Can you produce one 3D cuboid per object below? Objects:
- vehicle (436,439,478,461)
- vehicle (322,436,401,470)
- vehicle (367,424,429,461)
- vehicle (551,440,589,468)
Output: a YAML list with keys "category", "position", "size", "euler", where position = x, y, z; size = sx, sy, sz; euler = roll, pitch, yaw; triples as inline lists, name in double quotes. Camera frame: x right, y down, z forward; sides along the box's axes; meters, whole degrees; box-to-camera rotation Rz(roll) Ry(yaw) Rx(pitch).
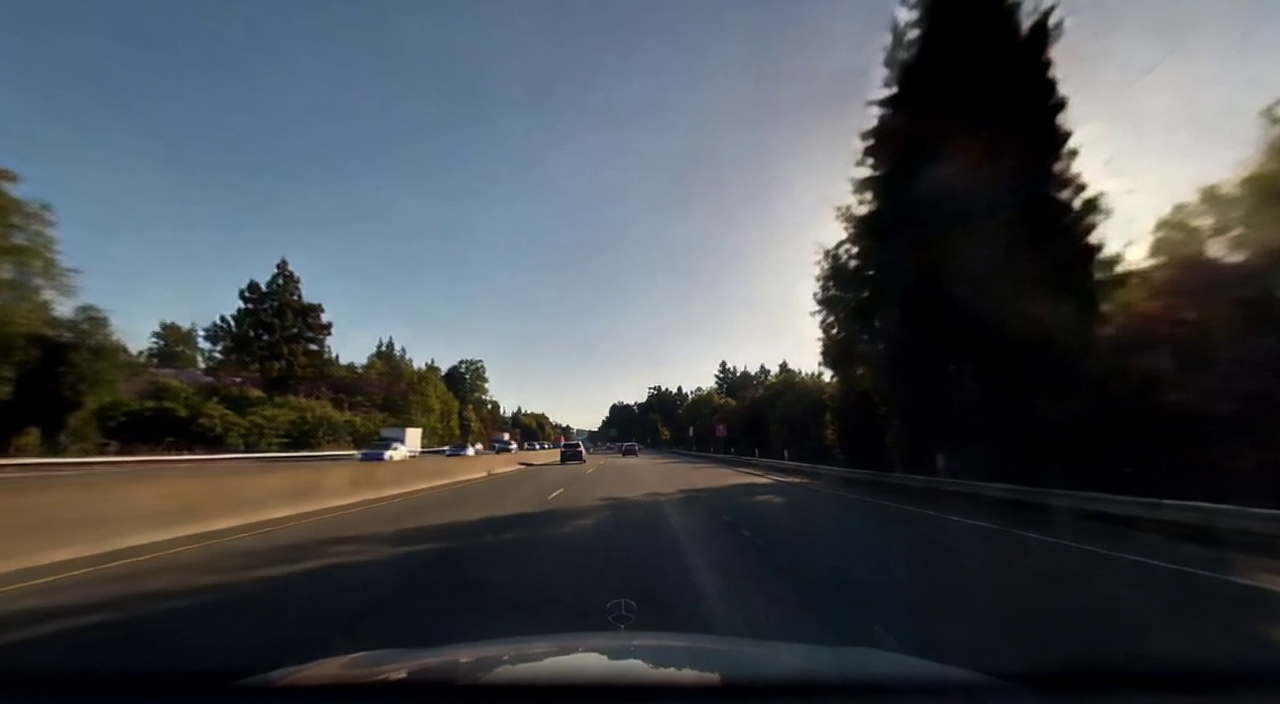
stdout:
- category: "vehicle"
  position: [-13.198, 7.133, 45.511]
  size: [1.862, 1.487, 4.033]
  euler: [0, -9, 0]
- category: "vehicle"
  position: [-13.180, 4.796, 29.909]
  size: [1.906, 1.474, 4.062]
  euler: [0, -9, 0]
- category: "vehicle"
  position: [-18.036, 6.853, 47.155]
  size: [2.363, 2.579, 5.795]
  euler: [0, -9, -1]
- category: "vehicle"
  position: [-4.489, 6.610, 40.821]
  size: [2.098, 1.692, 4.038]
  euler: [0, -9, -1]
